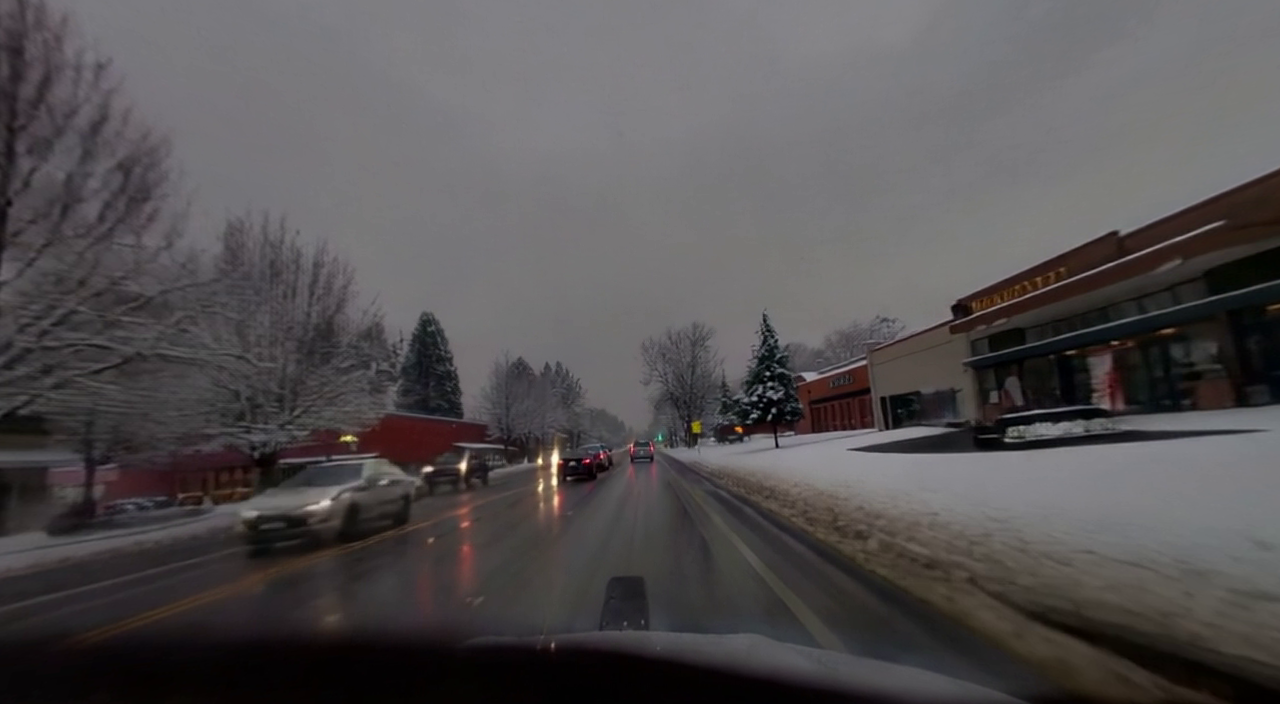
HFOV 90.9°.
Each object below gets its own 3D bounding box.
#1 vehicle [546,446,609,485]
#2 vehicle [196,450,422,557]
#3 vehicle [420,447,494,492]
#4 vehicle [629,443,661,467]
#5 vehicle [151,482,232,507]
[{"bbox_3d":[-2.470,4.599,25.996,2.099,1.424,4.609,0,-9,1],"label":"vehicle"},{"bbox_3d":[-5.903,2.691,11.939,2.045,1.619,3.973,-1,-9,1],"label":"vehicle"},{"bbox_3d":[-8.359,5.354,29.294,1.995,1.880,4.703,-1,-9,1],"label":"vehicle"},{"bbox_3d":[0.312,6.888,42.303,2.020,1.478,3.922,0,-9,-1],"label":"vehicle"},{"bbox_3d":[-34.523,10.973,48.581,4.558,1.819,2.094,1,-11,0],"label":"vehicle"}]
